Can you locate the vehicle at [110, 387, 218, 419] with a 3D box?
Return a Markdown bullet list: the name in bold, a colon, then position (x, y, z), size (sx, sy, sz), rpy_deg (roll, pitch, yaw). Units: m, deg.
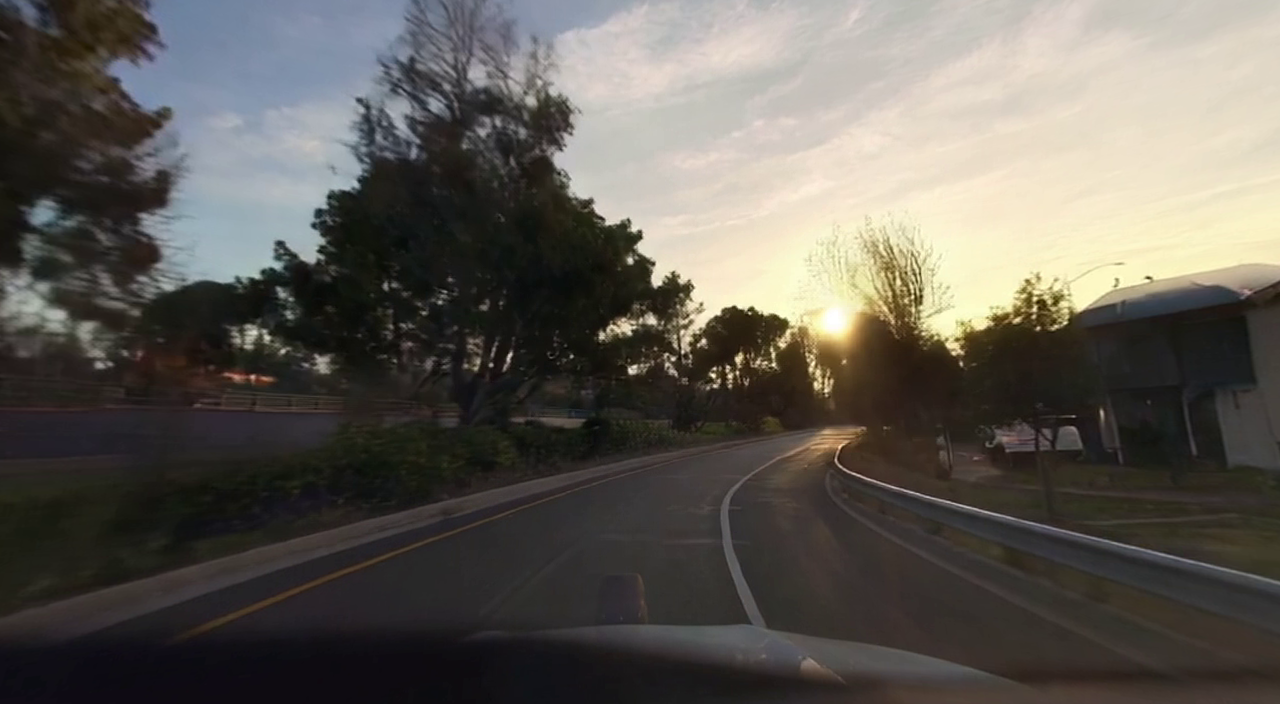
- **vehicle**: position (-34.696, 3.789, 46.071), size (2.424, 2.051, 5.709), rpy_deg (-6, -8, 28)
